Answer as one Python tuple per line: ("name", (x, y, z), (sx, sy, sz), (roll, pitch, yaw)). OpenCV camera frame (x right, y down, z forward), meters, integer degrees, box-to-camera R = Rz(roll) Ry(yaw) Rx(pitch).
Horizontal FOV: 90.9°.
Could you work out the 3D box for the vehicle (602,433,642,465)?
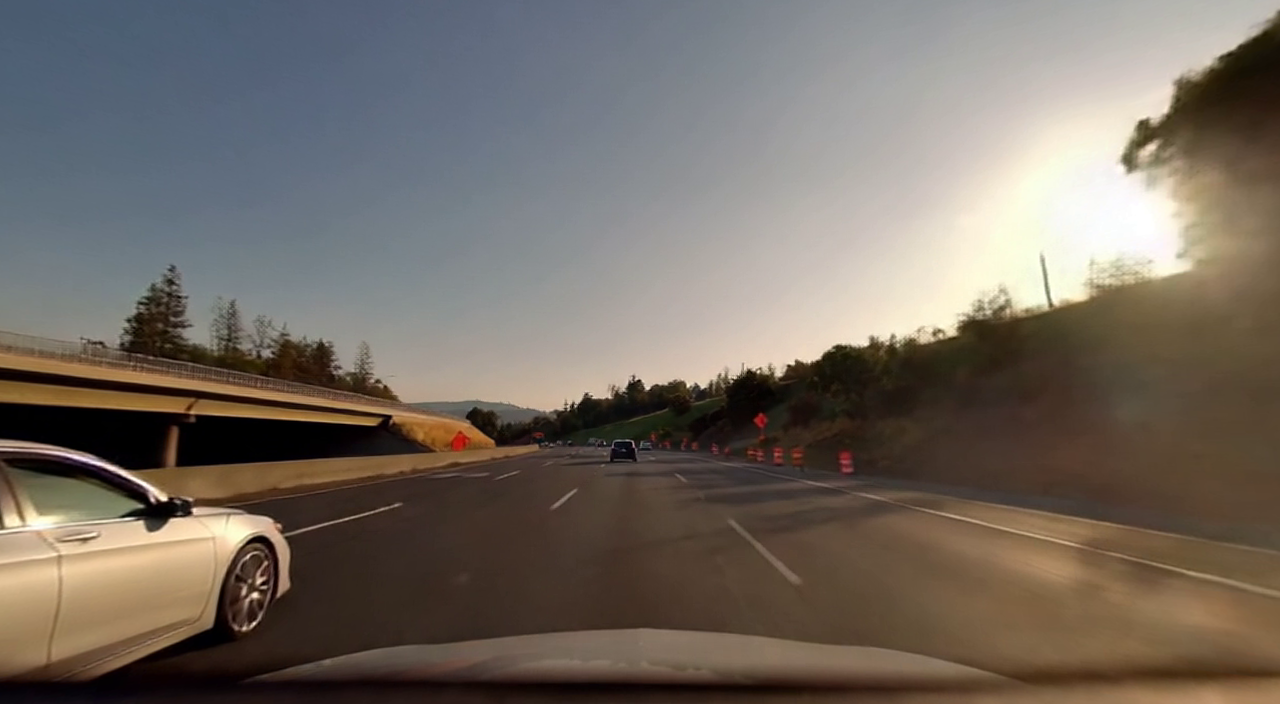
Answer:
("vehicle", (-1.181, 6.011, 39.247), (2.328, 1.805, 4.502), (0, -8, -3))
